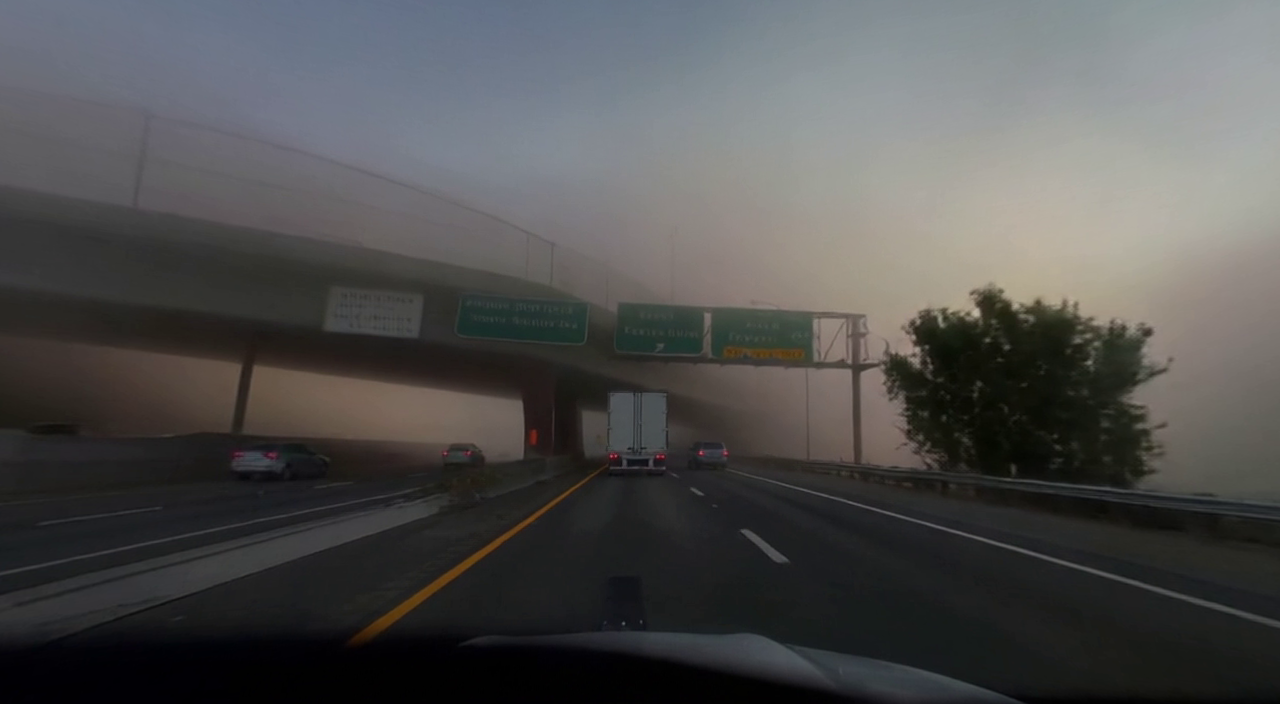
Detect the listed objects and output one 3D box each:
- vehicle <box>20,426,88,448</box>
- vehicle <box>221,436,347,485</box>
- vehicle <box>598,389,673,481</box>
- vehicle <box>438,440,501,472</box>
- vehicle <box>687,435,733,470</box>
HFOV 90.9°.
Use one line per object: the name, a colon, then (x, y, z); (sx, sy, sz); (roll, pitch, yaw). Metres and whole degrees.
vehicle: (-42.884, 6.282, 46.252); (1.633, 1.418, 3.850); (1, -10, -7)
vehicle: (-12.146, 3.727, 21.890); (1.906, 1.510, 4.303); (0, -8, -1)
vehicle: (-0.257, 4.060, 30.204); (2.916, 3.584, 10.841); (0, -9, -1)
vehicle: (-8.764, 5.388, 32.817); (2.057, 1.506, 4.829); (0, -9, -2)
vehicle: (4.171, 6.107, 38.521); (2.174, 1.968, 5.016); (0, -9, -1)
